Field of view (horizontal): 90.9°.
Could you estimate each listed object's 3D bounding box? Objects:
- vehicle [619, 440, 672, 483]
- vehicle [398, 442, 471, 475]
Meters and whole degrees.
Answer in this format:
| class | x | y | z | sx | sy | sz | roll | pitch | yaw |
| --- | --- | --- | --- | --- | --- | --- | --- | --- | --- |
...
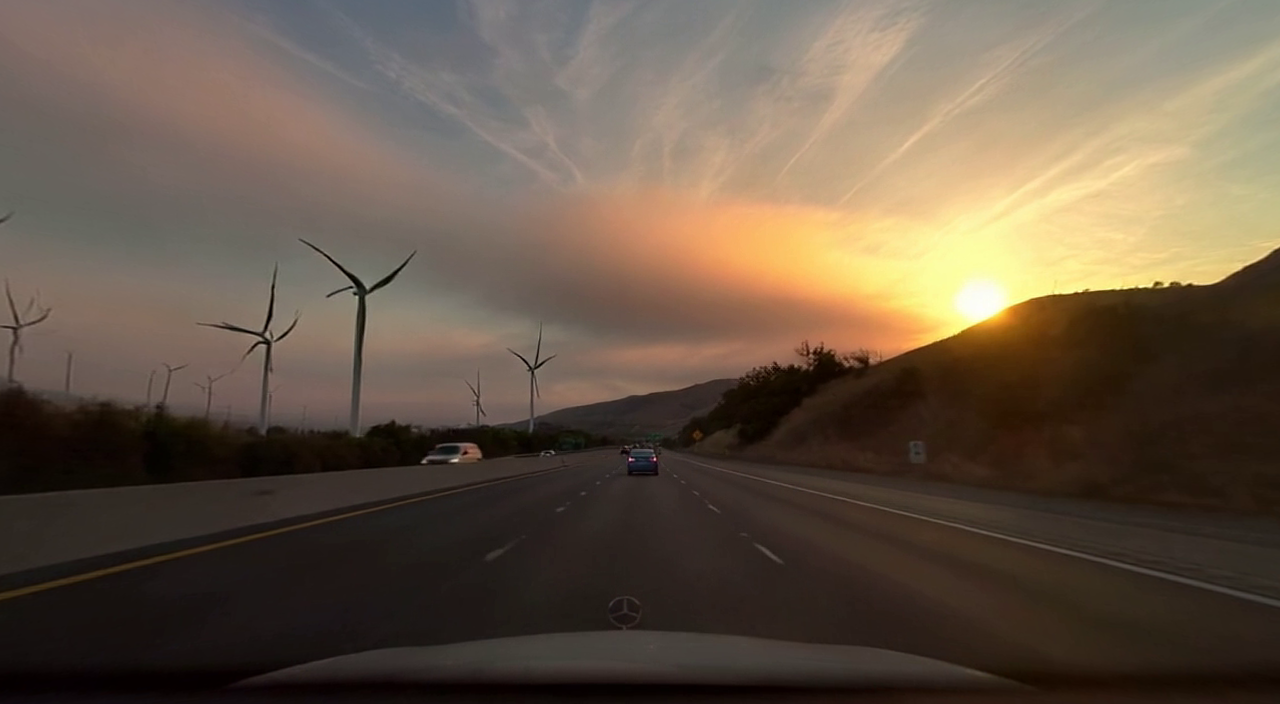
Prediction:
| class | x | y | z | sx | sy | sz | roll | pitch | yaw |
| --- | --- | --- | --- | --- | --- | --- | --- | --- | --- |
| vehicle | 0.208 | 4.658 | 26.975 | 2.083 | 1.653 | 3.787 | 0 | -9 | 0 |
| vehicle | -11.671 | 6.089 | 36.261 | 2.201 | 1.765 | 5.378 | -1 | -9 | 2 |
